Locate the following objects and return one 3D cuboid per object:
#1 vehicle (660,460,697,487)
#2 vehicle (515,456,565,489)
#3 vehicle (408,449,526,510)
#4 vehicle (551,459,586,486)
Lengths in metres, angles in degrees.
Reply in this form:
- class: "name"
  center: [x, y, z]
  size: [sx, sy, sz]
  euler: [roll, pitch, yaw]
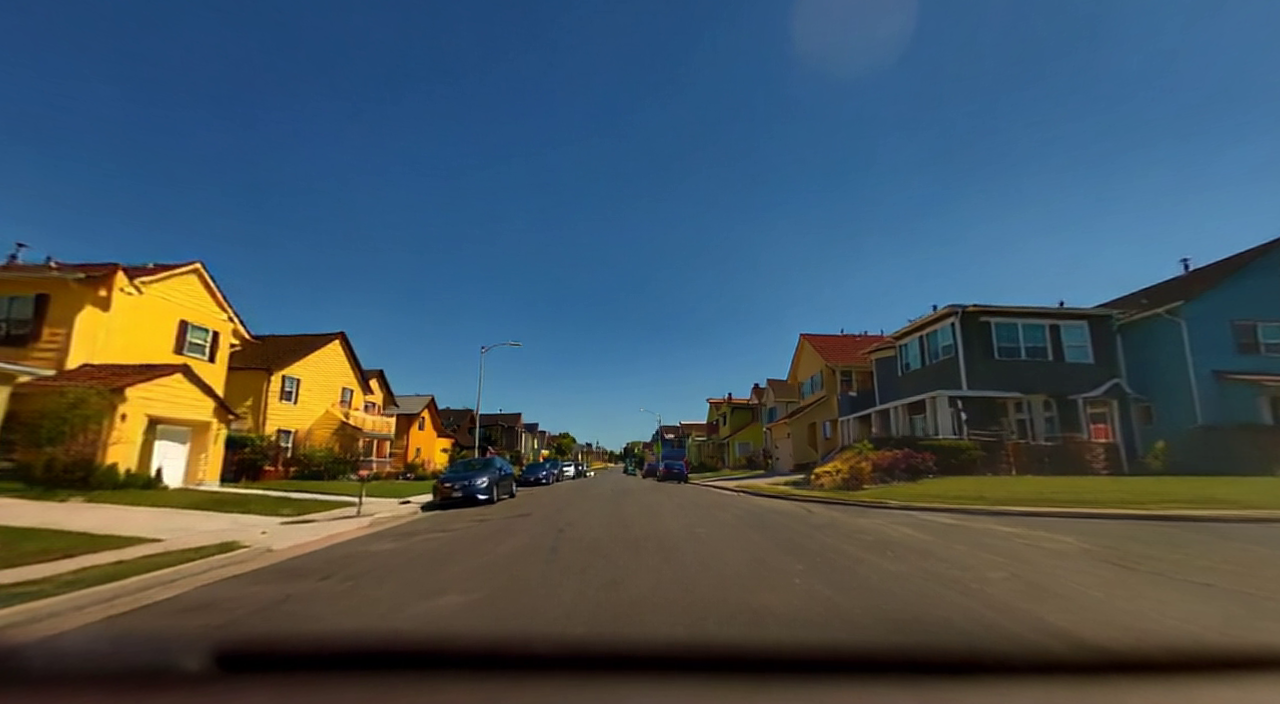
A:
- class: "vehicle"
  center: [2.344, 7.540, 39.358]
  size: [1.888, 1.484, 4.476]
  euler: [0, -9, -2]
- class: "vehicle"
  center: [-5.103, 6.219, 32.763]
  size: [2.020, 1.470, 5.300]
  euler: [0, -8, -3]
- class: "vehicle"
  center: [-4.748, 3.579, 18.074]
  size: [2.080, 1.471, 4.638]
  euler: [1, -10, -1]
- class: "vehicle"
  center: [-4.999, 8.474, 44.450]
  size: [2.089, 1.508, 4.537]
  euler: [2, -7, -3]
